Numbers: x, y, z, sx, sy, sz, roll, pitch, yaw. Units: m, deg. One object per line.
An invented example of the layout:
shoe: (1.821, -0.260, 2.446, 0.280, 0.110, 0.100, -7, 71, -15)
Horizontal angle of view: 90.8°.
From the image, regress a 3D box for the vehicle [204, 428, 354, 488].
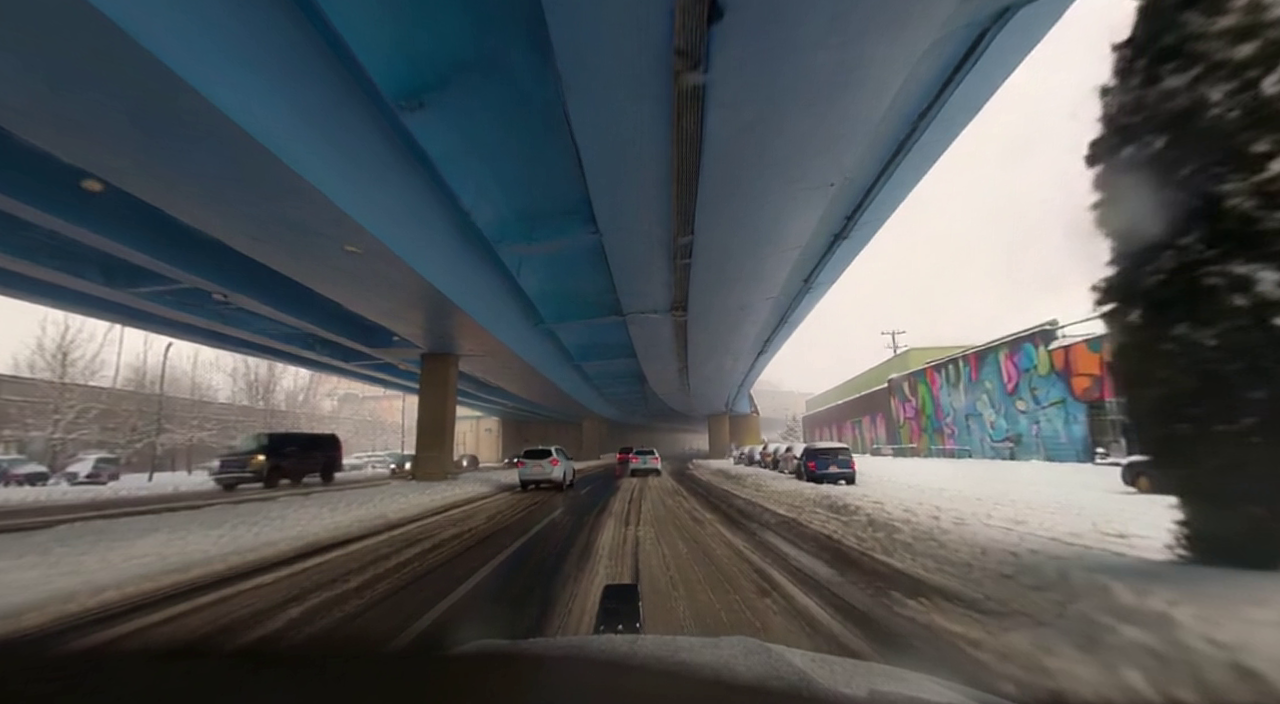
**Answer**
vehicle: (-17.602, 5.245, 31.535, 3.082, 2.608, 6.994, -1, -9, 3)

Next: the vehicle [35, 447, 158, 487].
vehicle: (-28.459, 6.011, 33.346, 2.174, 1.824, 4.764, 1, -8, 0)

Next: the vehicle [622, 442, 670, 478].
vehicle: (0.284, 5.125, 30.278, 2.155, 1.571, 3.734, -1, -9, 1)

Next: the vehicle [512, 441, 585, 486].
vehicle: (-3.388, 4.240, 24.335, 2.024, 1.533, 4.549, -1, -9, 2)

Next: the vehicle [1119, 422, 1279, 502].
vehicle: (13.518, 2.453, 14.277, 1.885, 1.534, 4.690, 0, -9, 3)

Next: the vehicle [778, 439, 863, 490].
vehicle: (6.275, 3.945, 22.444, 2.023, 1.627, 3.971, 0, -9, 3)
